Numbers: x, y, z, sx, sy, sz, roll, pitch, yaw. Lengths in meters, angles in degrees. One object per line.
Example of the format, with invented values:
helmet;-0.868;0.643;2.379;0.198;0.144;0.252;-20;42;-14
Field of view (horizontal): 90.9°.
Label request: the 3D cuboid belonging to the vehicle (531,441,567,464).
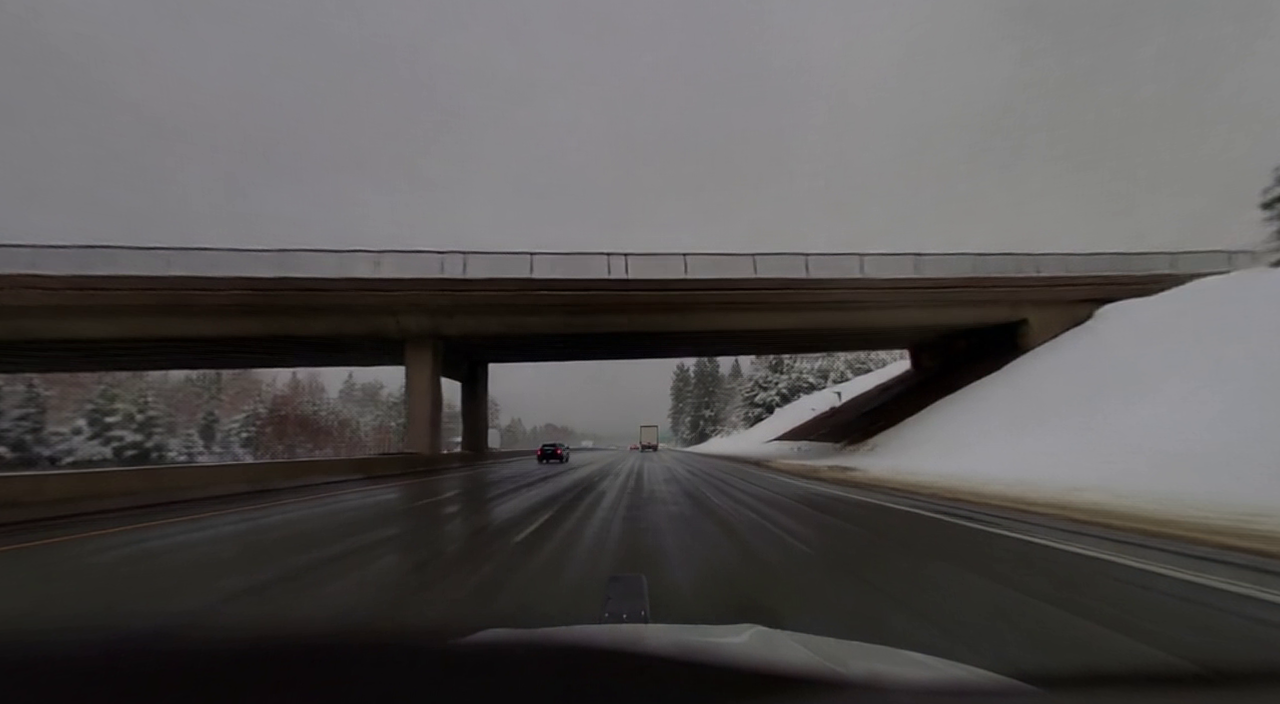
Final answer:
vehicle;-6.897;7.675;48.279;1.981;1.685;4.171;0;-8;2
